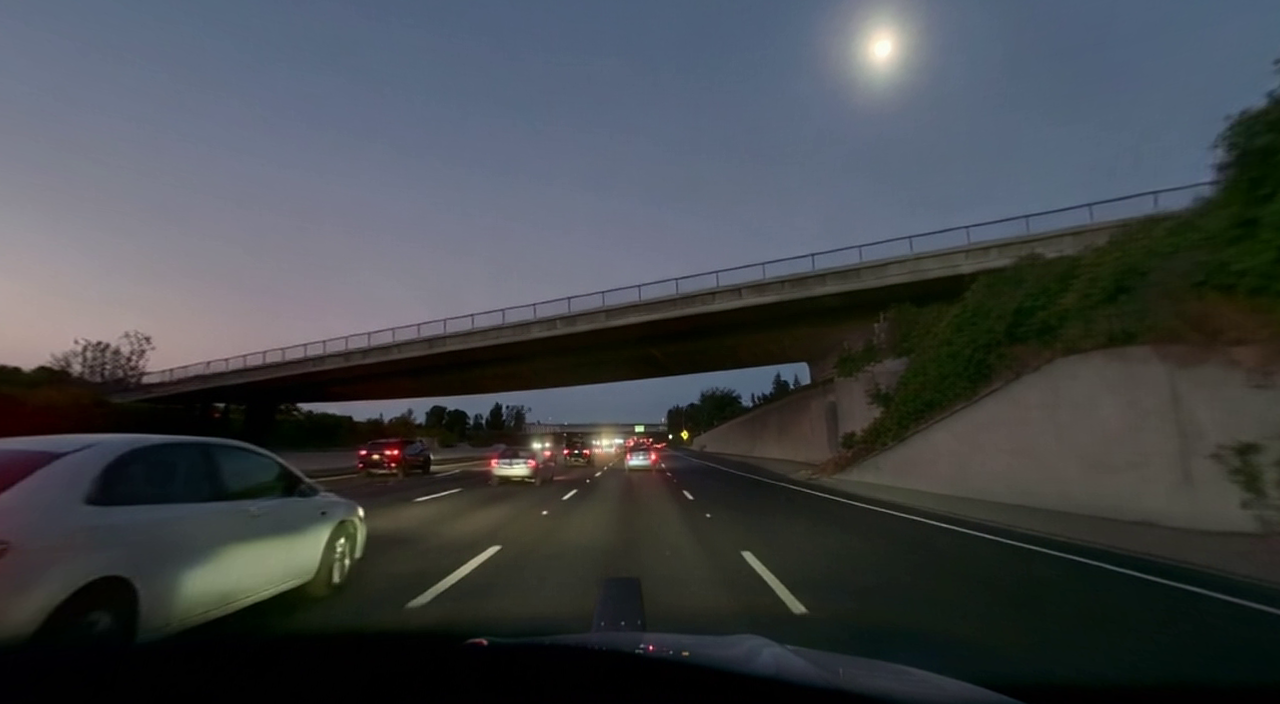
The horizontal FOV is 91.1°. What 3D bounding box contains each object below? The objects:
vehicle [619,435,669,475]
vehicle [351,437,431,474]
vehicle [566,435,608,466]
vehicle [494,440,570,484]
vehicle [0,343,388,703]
[{"bbox_3d":[0.198,4.759,29.276,2.160,1.678,4.178,0,-8,0],"label":"vehicle"},{"bbox_3d":[-11.745,4.889,29.960,1.954,1.640,4.339,0,-8,1],"label":"vehicle"},{"bbox_3d":[-3.367,6.357,40.786,2.237,1.841,4.683,0,-8,1],"label":"vehicle"},{"bbox_3d":[-3.912,4.064,23.631,1.997,1.490,4.471,0,-8,1],"label":"vehicle"},{"bbox_3d":[-3.746,1.092,4.296,2.161,1.759,4.482,0,-8,0],"label":"vehicle"}]
